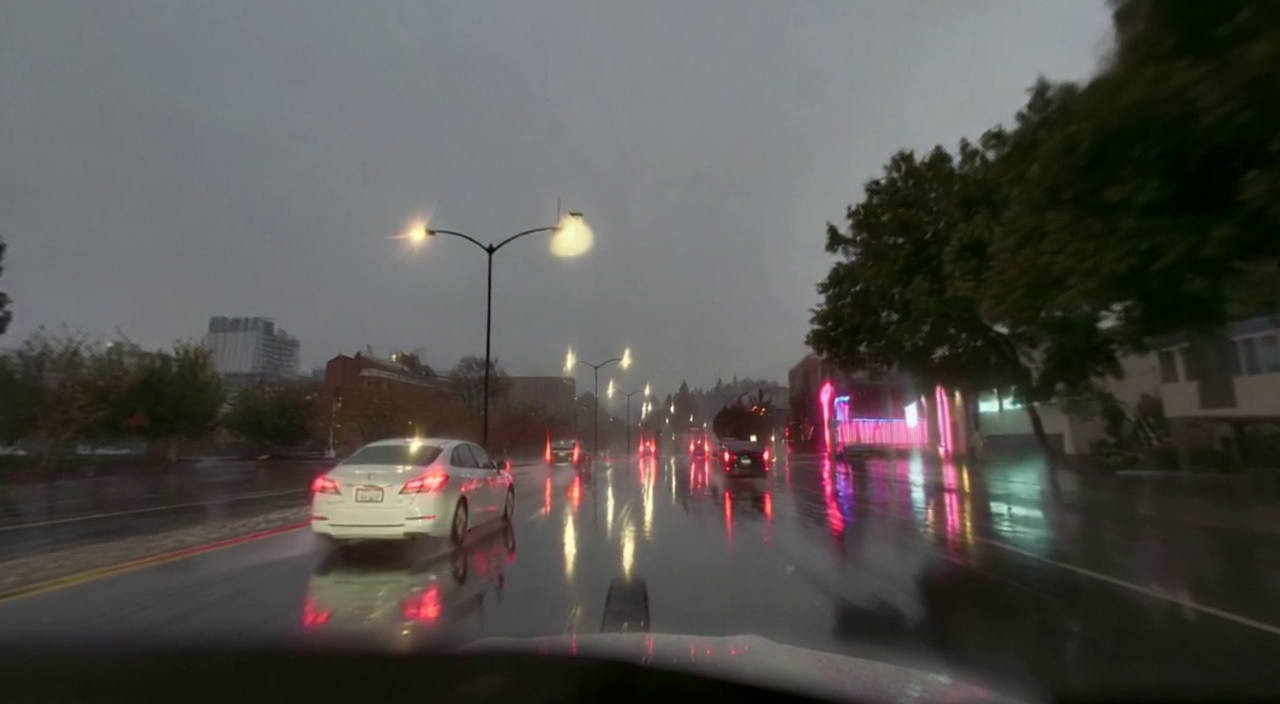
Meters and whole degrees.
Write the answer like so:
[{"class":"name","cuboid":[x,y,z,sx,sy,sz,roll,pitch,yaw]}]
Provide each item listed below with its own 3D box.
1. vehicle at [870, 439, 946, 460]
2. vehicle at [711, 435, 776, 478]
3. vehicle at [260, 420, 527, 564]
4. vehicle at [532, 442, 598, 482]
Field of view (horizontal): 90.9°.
[{"class":"vehicle","cuboid":[19.508,7.131,46.002,4.502,1.454,2.129,0,-9,0]},{"class":"vehicle","cuboid":[4.432,4.555,27.645,2.103,1.699,4.171,0,-8,0]},{"class":"vehicle","cuboid":[-3.132,1.885,9.259,2.118,1.568,4.436,0,-8,0]},{"class":"vehicle","cuboid":[-2.898,4.348,25.269,1.980,1.454,4.226,-1,-8,2]}]
